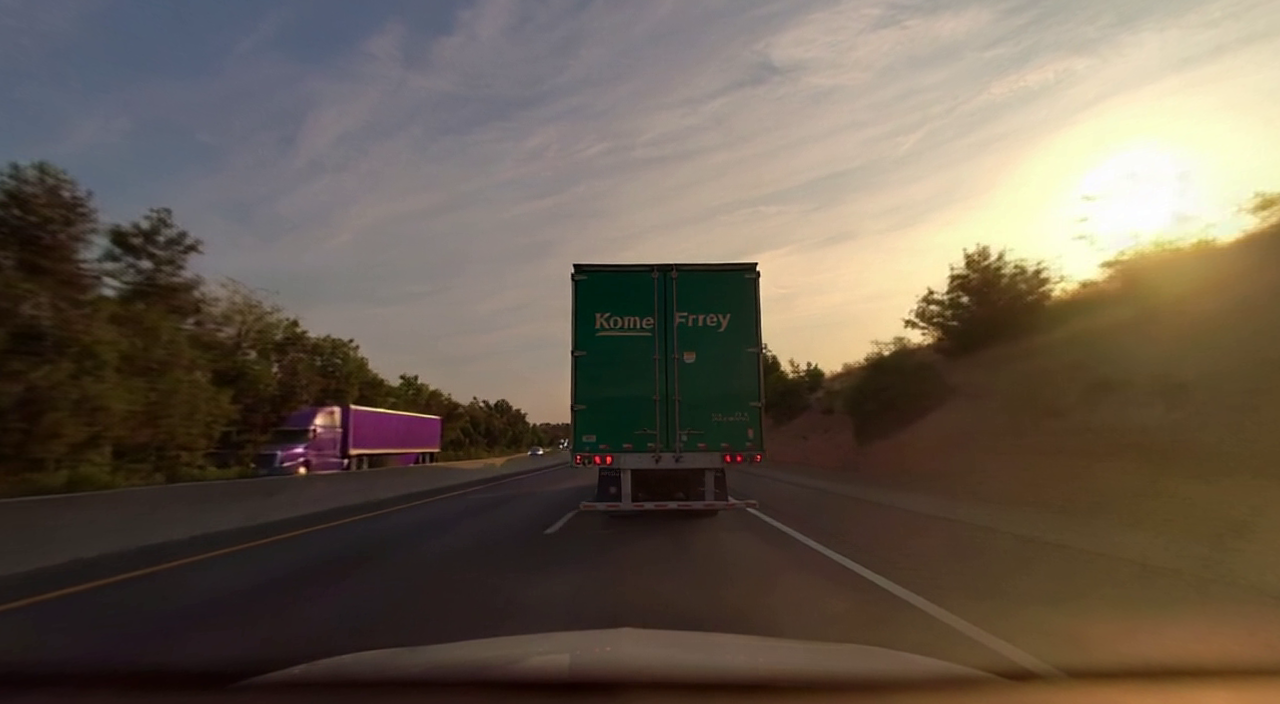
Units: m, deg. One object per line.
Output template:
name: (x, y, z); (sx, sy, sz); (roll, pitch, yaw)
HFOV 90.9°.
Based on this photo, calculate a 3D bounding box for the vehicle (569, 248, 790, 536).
vehicle: (0.506, 1.647, 16.668); (3.230, 4.377, 14.405); (0, -9, -1)

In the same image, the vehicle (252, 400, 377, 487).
vehicle: (-16.303, 4.681, 32.172); (2.997, 3.998, 5.894); (0, -9, 1)
